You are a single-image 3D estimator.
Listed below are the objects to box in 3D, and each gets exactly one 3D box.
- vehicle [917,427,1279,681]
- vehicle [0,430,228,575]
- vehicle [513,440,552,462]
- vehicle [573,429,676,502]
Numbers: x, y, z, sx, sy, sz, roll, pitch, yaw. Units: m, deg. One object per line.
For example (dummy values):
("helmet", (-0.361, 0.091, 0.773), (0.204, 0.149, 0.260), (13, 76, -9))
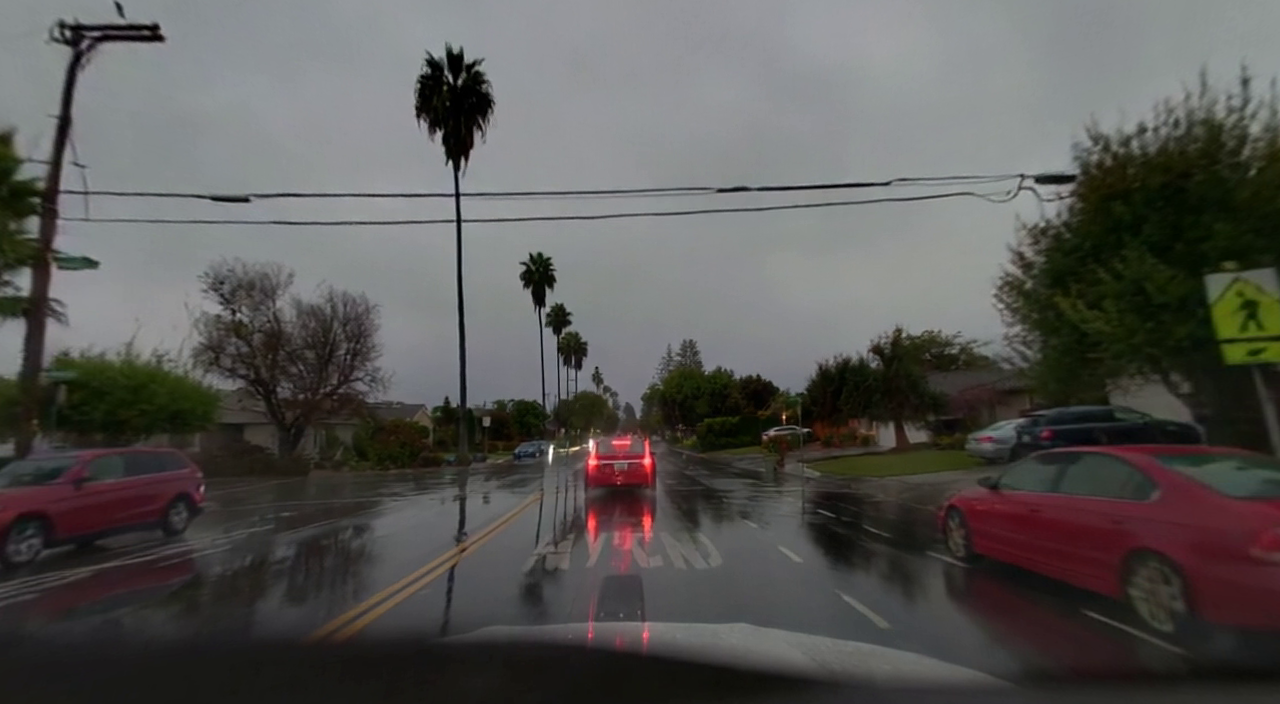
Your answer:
("vehicle", (4.809, 1.532, 5.923), (2.013, 1.501, 5.235), (0, -9, -1))
("vehicle", (-8.636, 2.123, 9.725), (1.945, 1.666, 4.107), (-3, -6, -1))
("vehicle", (-8.287, 7.670, 49.091), (2.069, 1.441, 4.368), (-3, -6, 1))
("vehicle", (-0.369, 2.630, 15.008), (2.098, 1.483, 4.099), (0, -9, -2))
